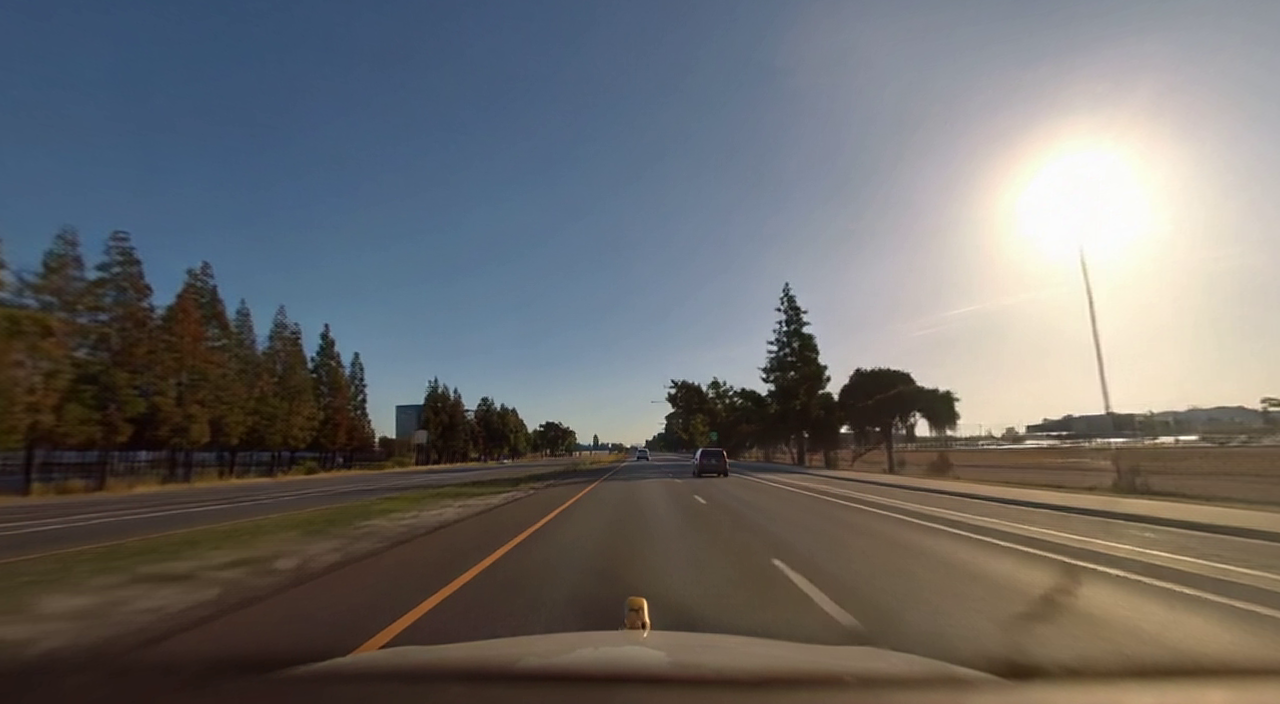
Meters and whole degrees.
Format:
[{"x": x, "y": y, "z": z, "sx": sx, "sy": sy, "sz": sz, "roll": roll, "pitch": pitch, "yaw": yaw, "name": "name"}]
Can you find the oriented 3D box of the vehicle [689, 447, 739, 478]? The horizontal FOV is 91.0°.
[{"x": 3.922, "y": 5.919, "z": 33.906, "sx": 2.115, "sy": 1.522, "sz": 4.330, "roll": 0, "pitch": -9, "yaw": -1, "name": "vehicle"}]
